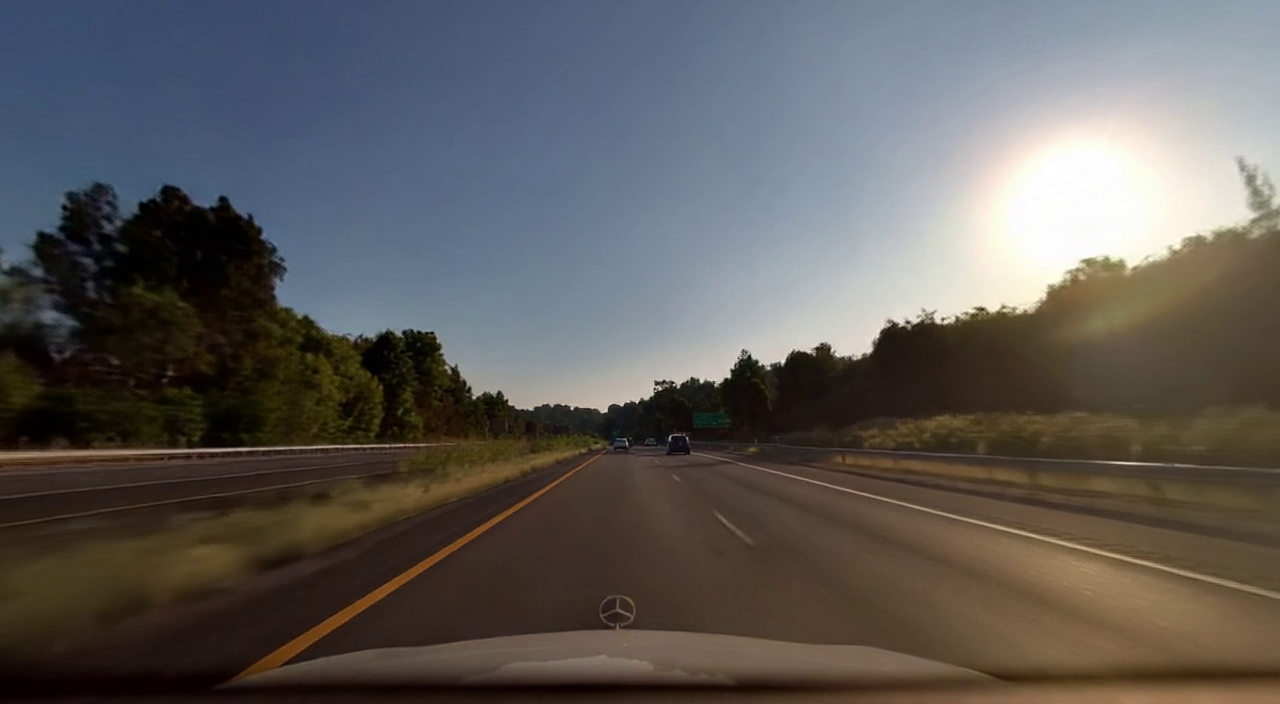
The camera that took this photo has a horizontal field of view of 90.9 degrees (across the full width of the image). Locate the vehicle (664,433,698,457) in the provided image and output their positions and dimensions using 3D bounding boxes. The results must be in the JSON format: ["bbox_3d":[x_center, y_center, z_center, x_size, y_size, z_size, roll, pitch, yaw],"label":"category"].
[{"bbox_3d":[3.040,6.906,47.204,2.085,1.681,4.436,0,-8,-2],"label":"vehicle"}]
